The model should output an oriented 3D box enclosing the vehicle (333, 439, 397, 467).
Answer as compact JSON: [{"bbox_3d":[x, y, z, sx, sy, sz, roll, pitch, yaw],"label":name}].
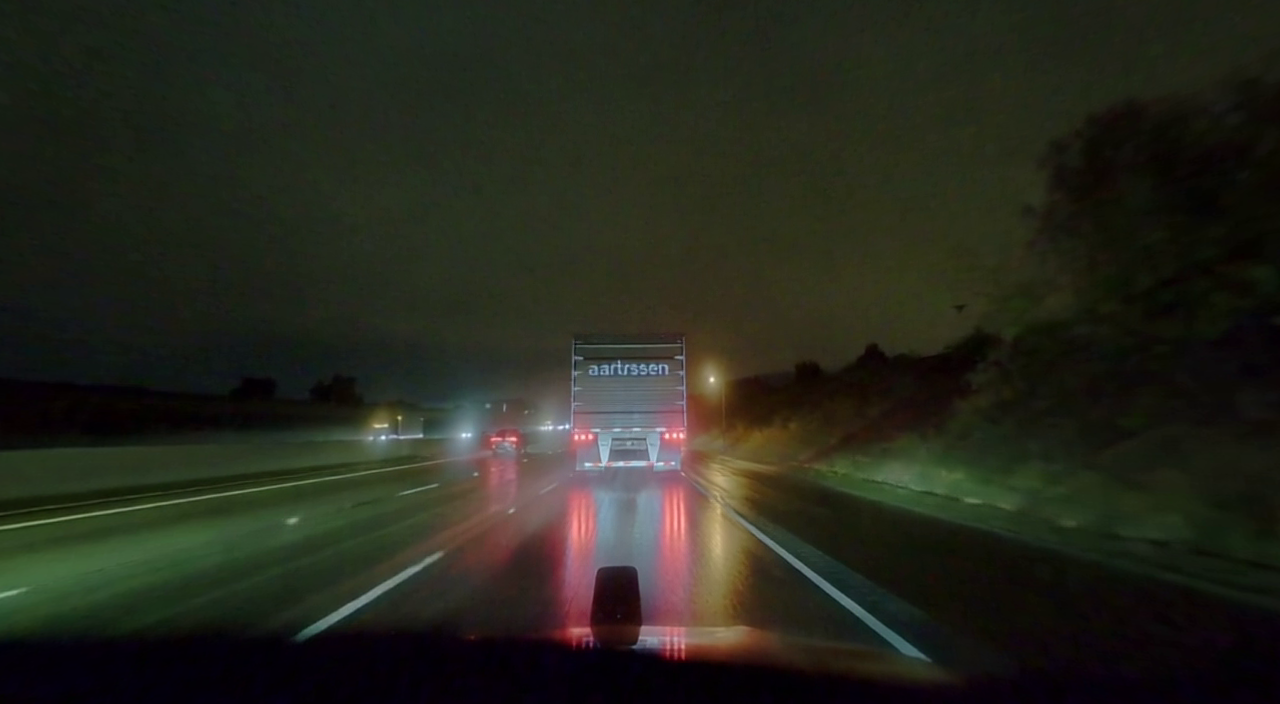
[{"bbox_3d":[-16.359,6.008,37.625,1.911,1.562,4.014,0,-8,1],"label":"vehicle"}]

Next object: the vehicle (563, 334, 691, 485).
[{"bbox_3d":[-0.361,2.251,22.453,3.442,4.106,10.719,0,-8,0],"label":"vehicle"}]

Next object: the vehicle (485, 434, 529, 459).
[{"bbox_3d":[-8.527,6.066,40.639,1.940,1.488,3.976,0,-8,0],"label":"vehicle"}]
